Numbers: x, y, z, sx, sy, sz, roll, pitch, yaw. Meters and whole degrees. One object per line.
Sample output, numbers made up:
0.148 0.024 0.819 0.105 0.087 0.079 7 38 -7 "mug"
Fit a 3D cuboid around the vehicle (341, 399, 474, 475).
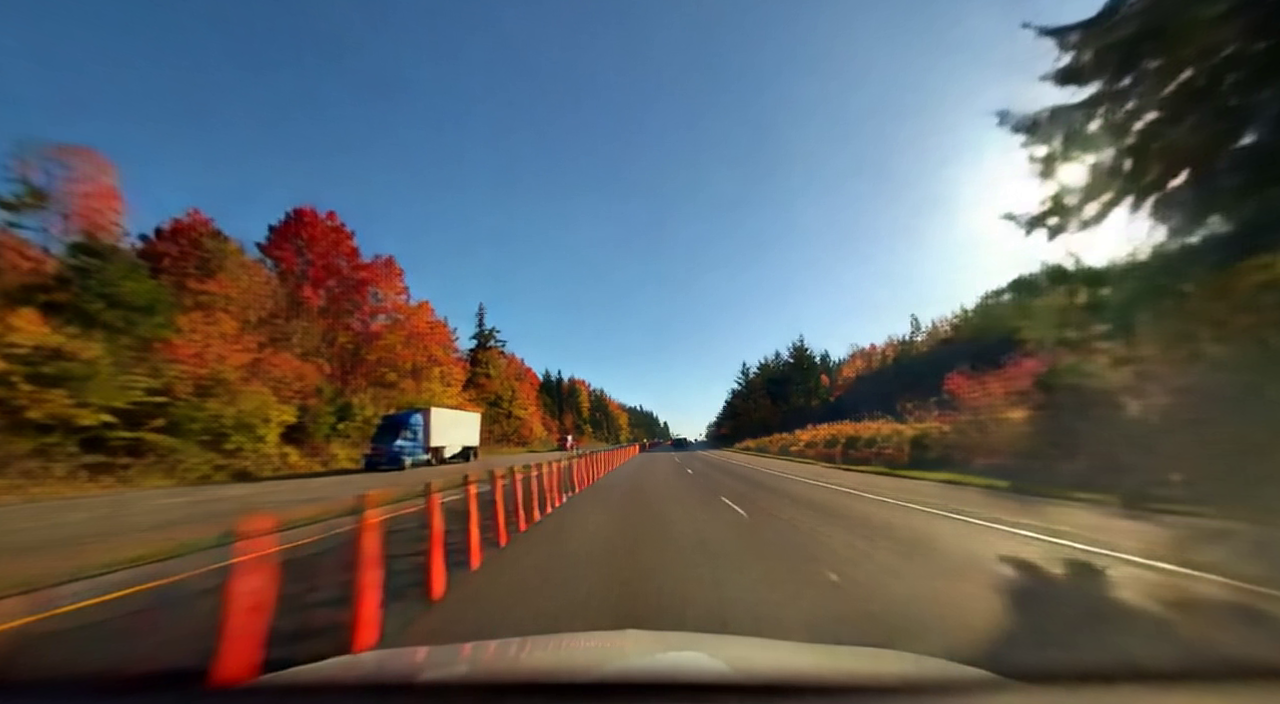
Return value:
-14.435 5.608 41.076 3.100 4.065 13.948 0 -8 1 "vehicle"
